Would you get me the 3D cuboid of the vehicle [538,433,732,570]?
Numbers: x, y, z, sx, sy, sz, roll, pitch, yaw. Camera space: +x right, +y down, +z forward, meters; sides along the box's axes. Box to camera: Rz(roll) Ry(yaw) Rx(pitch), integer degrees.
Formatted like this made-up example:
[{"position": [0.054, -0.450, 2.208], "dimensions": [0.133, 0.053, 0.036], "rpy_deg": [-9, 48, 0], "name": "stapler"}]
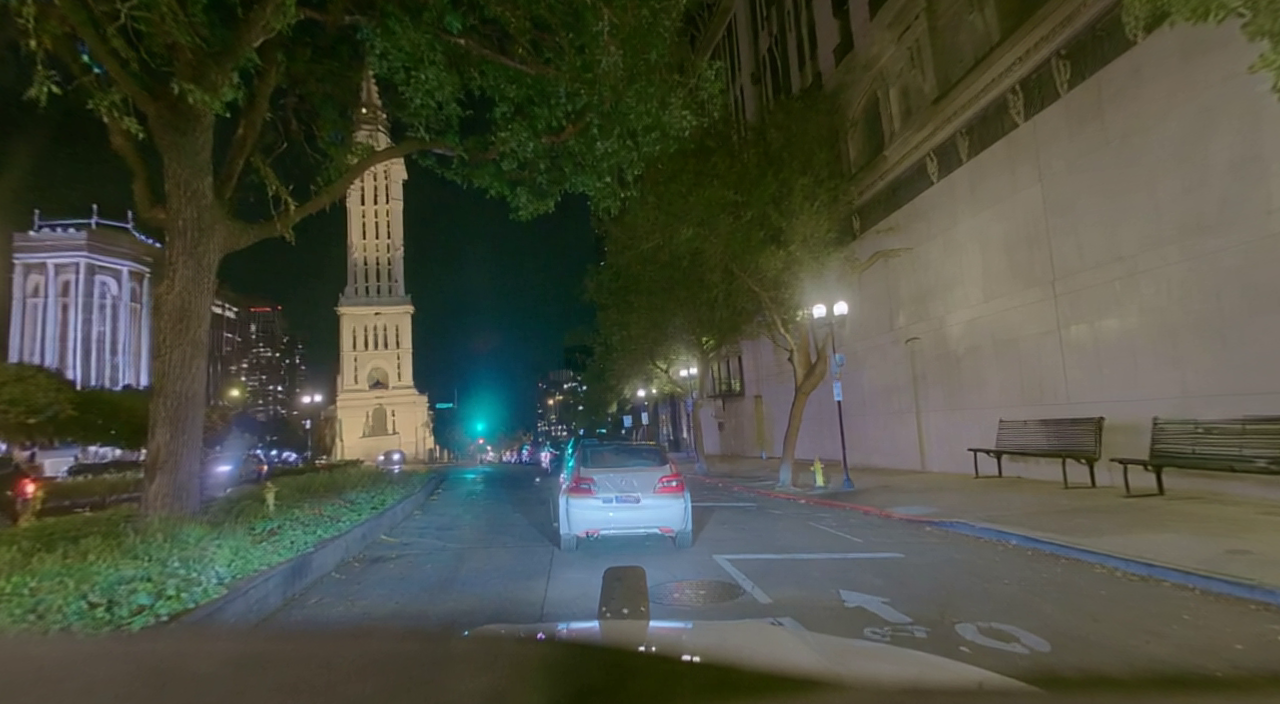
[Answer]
[{"position": [-0.234, 1.940, 9.029], "dimensions": [2.142, 1.475, 4.051], "rpy_deg": [1, -8, -6], "name": "vehicle"}]
